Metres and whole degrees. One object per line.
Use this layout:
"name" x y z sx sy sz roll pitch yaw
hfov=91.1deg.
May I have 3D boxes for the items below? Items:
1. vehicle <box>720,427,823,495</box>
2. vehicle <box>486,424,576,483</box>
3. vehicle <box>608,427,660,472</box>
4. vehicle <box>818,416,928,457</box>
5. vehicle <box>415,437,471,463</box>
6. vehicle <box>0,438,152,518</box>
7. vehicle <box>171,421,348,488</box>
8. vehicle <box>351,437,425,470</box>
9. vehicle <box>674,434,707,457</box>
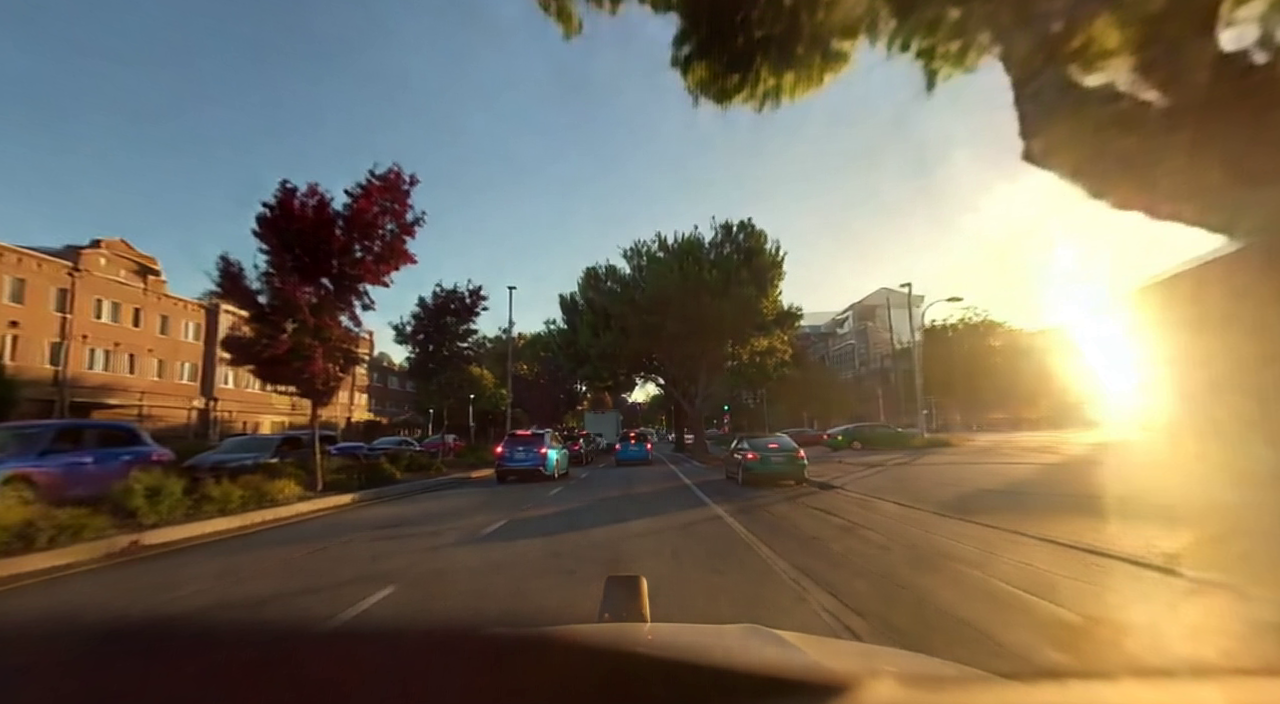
"vehicle" 3.284 2.797 16.421 1.847 1.554 3.885 0 -8 0
"vehicle" -3.398 3.282 20.482 2.047 1.710 4.314 0 -8 2
"vehicle" -0.189 4.062 26.252 2.022 1.700 4.084 0 -8 1
"vehicle" 12.359 4.547 33.485 4.991 1.978 2.090 -8 -12 43
"vehicle" -12.161 6.066 39.004 1.924 1.511 4.640 0 -8 0
"vehicle" -12.579 2.480 12.692 1.824 1.447 4.442 0 -8 0
"vehicle" -12.246 3.348 20.862 2.245 1.908 5.613 0 -8 1
"vehicle" -12.361 5.020 31.144 1.843 1.509 4.301 0 -8 1
"vehicle" 3.328 6.282 42.142 1.948 1.475 4.093 0 -8 0
